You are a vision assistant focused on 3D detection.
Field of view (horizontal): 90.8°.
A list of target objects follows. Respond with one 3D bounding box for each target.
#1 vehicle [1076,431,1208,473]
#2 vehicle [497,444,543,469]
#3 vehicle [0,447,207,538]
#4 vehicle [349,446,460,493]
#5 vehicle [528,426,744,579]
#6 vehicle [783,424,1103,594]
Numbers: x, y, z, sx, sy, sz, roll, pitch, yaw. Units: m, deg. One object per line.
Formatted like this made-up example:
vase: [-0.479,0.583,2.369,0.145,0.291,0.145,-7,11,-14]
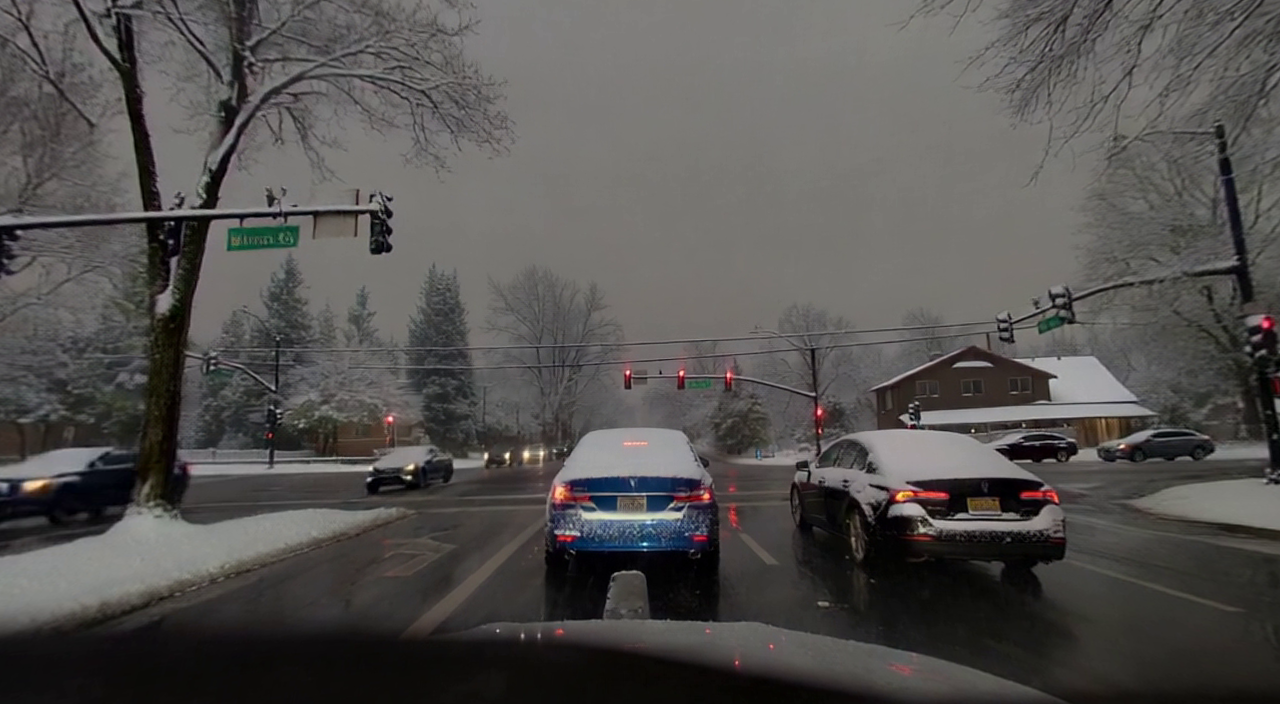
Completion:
vehicle: [24.003,4.789,30.321,4.520,1.762,2.005,-2,-8,-1]
vehicle: [-7.524,6.573,40.123,2.003,1.480,4.633,0,-8,0]
vehicle: [-11.298,2.651,12.655,2.125,1.476,4.385,0,-8,0]
vehicle: [-7.568,3.787,20.804,2.040,1.374,4.150,0,-8,0]
vehicle: [-0.056,1.780,8.272,2.103,1.478,4.073,0,-8,0]
vehicle: [3.183,1.715,7.769,1.913,1.505,4.097,0,-8,0]
